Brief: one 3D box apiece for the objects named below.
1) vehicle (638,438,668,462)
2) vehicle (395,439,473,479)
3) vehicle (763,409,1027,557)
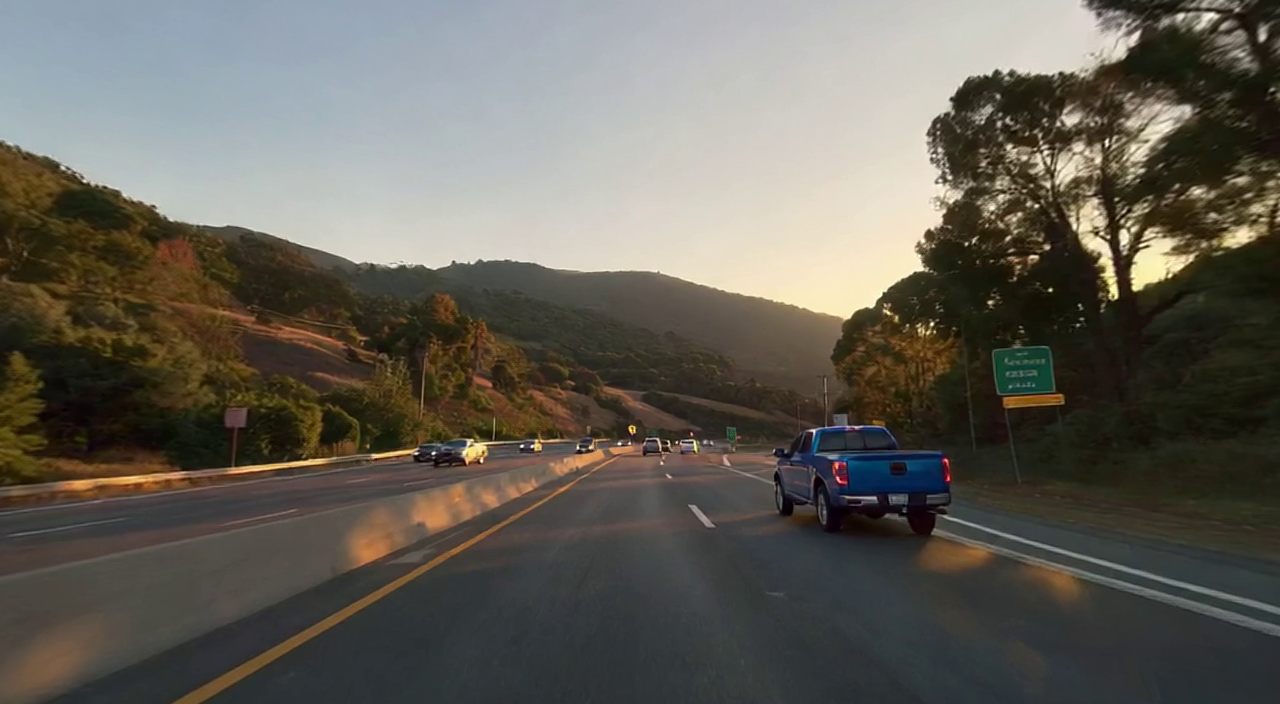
[{"bbox_3d":[1.015,7.570,49.003,2.186,1.782,4.100,0,-9,1],"label":"vehicle"},{"bbox_3d":[-9.961,5.198,31.012,2.131,1.773,4.837,0,-9,0],"label":"vehicle"},{"bbox_3d":[3.494,1.915,9.938,2.151,1.744,4.709,0,-9,0],"label":"vehicle"}]
